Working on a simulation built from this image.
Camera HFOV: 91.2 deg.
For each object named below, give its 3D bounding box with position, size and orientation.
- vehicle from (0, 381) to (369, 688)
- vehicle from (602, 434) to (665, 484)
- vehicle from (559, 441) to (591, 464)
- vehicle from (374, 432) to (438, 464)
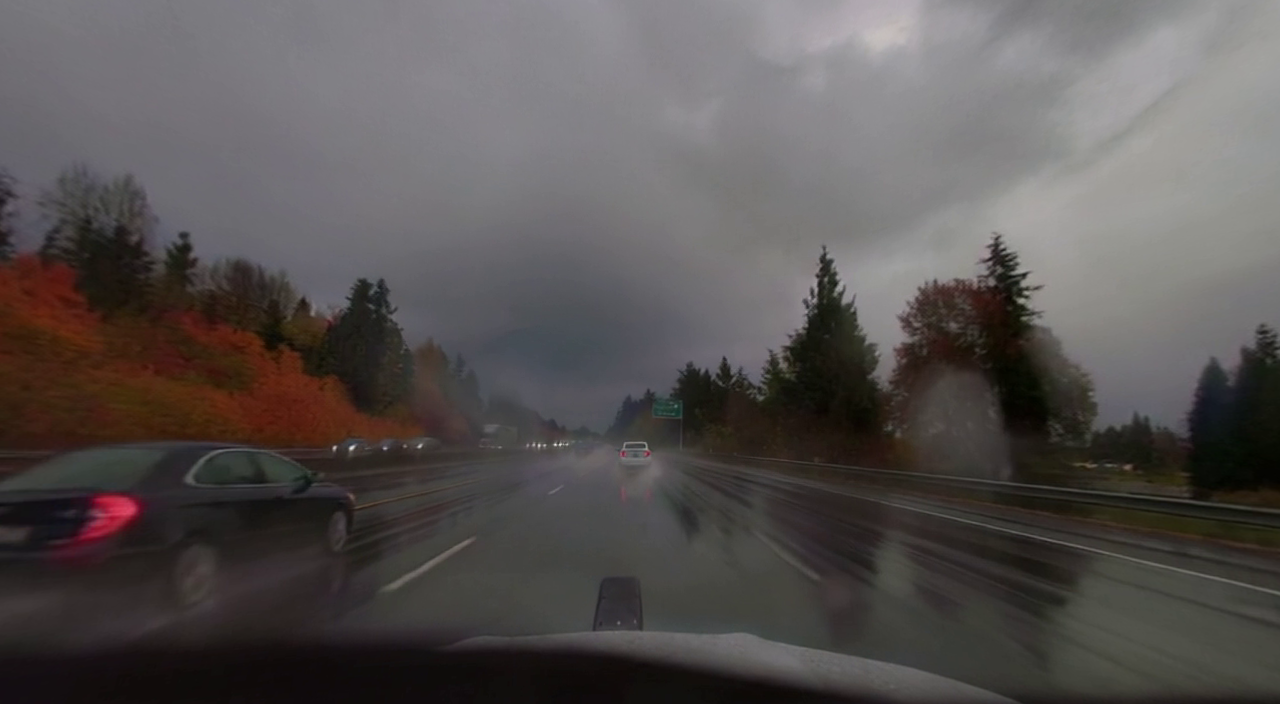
[{"bbox_3d":[-4.359,1.304,5.418,1.931,1.603,4.739,-1,-9,0],"label":"vehicle"},{"bbox_3d":[-0.235,3.940,23.287,2.115,1.661,4.049,0,-9,-1],"label":"vehicle"},{"bbox_3d":[-4.927,7.682,47.947,1.974,1.688,4.727,0,-9,-1],"label":"vehicle"},{"bbox_3d":[-13.201,5.480,35.658,2.070,1.677,4.321,0,-9,-1],"label":"vehicle"}]
